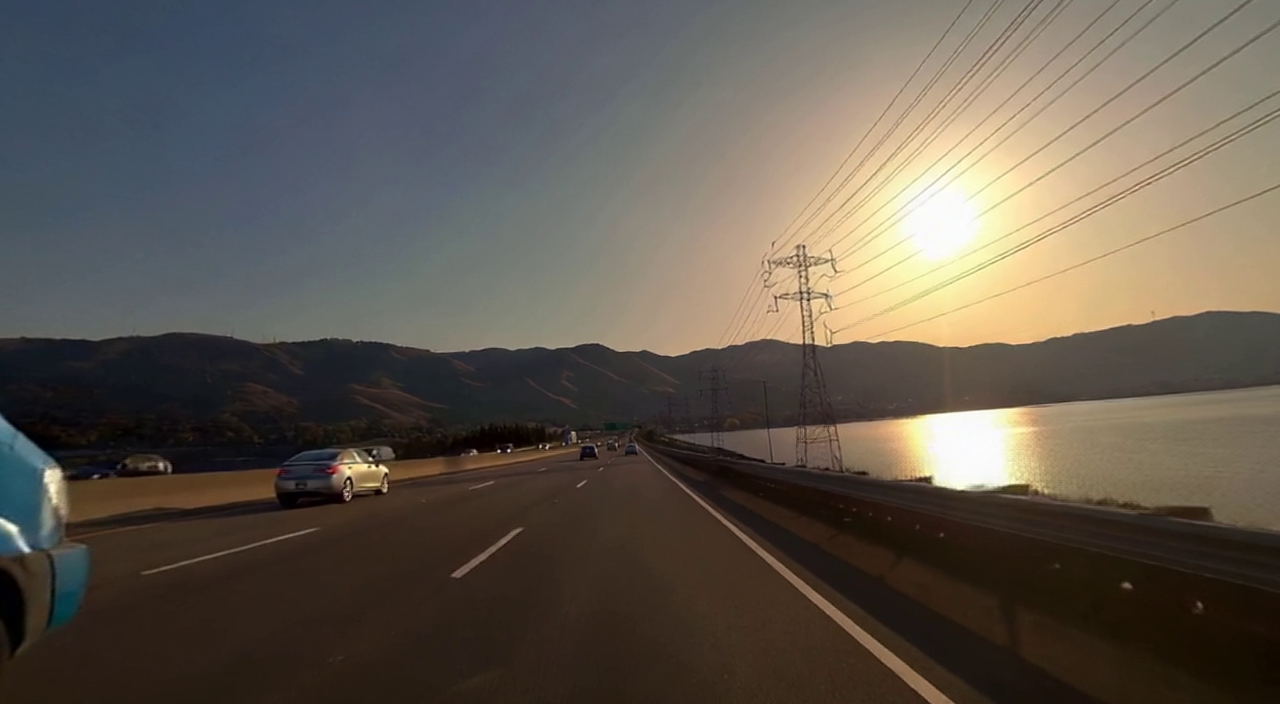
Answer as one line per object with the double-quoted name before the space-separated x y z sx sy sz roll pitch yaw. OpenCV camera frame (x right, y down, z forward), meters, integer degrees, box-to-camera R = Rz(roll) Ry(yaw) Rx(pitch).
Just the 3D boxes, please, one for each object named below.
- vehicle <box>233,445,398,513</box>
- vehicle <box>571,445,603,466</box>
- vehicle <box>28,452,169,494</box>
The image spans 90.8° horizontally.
"vehicle" -8.001 3.137 16.168 1.847 1.456 4.471 0 -9 0
"vehicle" -3.993 7.862 48.266 2.097 1.514 4.209 0 -9 -1
"vehicle" -21.524 4.802 25.386 1.933 1.471 4.226 0 -9 -1
